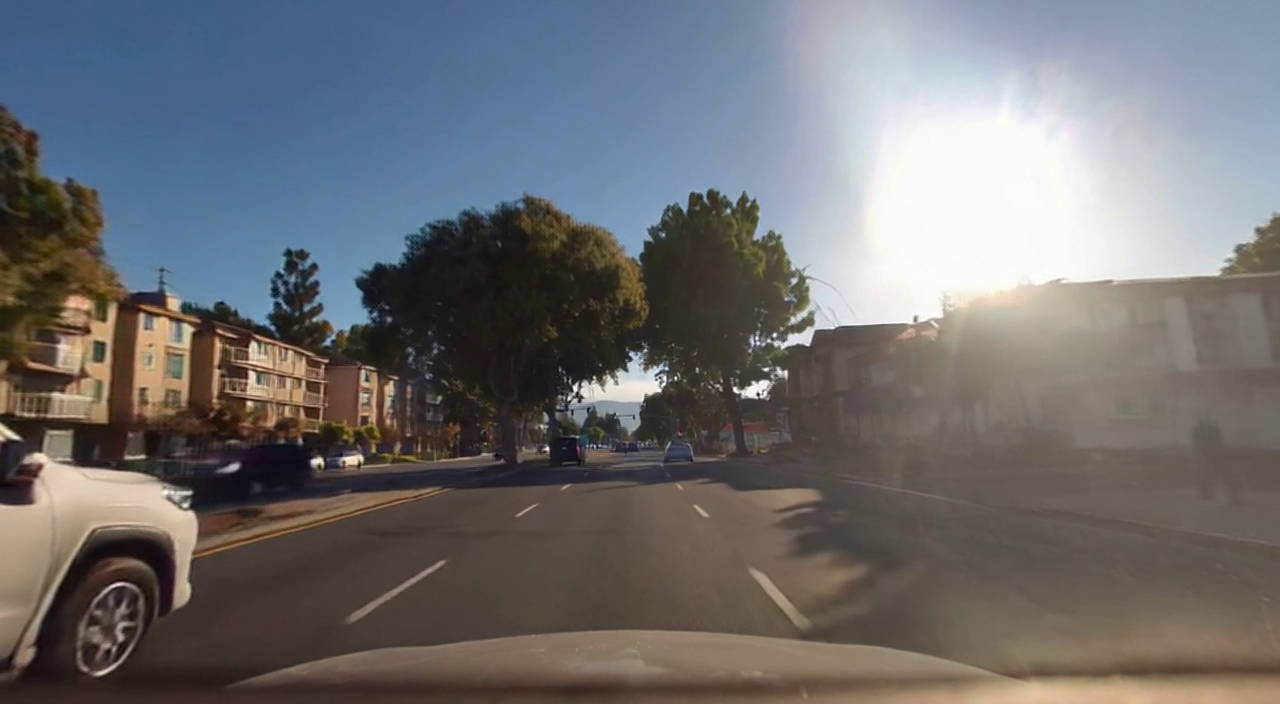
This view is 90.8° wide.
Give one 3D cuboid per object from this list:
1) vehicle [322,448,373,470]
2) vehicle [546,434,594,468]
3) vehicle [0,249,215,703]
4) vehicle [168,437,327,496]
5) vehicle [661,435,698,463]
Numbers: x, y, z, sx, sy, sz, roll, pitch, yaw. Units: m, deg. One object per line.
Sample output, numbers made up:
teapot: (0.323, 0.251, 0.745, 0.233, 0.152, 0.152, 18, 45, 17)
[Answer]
vehicle: (-22.881, 8.351, 49.666, 1.918, 1.586, 4.366, 0, -8, 0)
vehicle: (-3.749, 5.382, 34.596, 2.083, 1.685, 4.069, 0, -8, 1)
vehicle: (-3.438, 0.418, 0.743, 2.225, 1.984, 5.168, 0, -8, 0)
vehicle: (-12.101, 3.509, 19.956, 1.966, 1.643, 4.688, 0, -8, 0)
vehicle: (2.482, 6.242, 40.797, 2.018, 1.719, 4.369, 0, -8, -1)
